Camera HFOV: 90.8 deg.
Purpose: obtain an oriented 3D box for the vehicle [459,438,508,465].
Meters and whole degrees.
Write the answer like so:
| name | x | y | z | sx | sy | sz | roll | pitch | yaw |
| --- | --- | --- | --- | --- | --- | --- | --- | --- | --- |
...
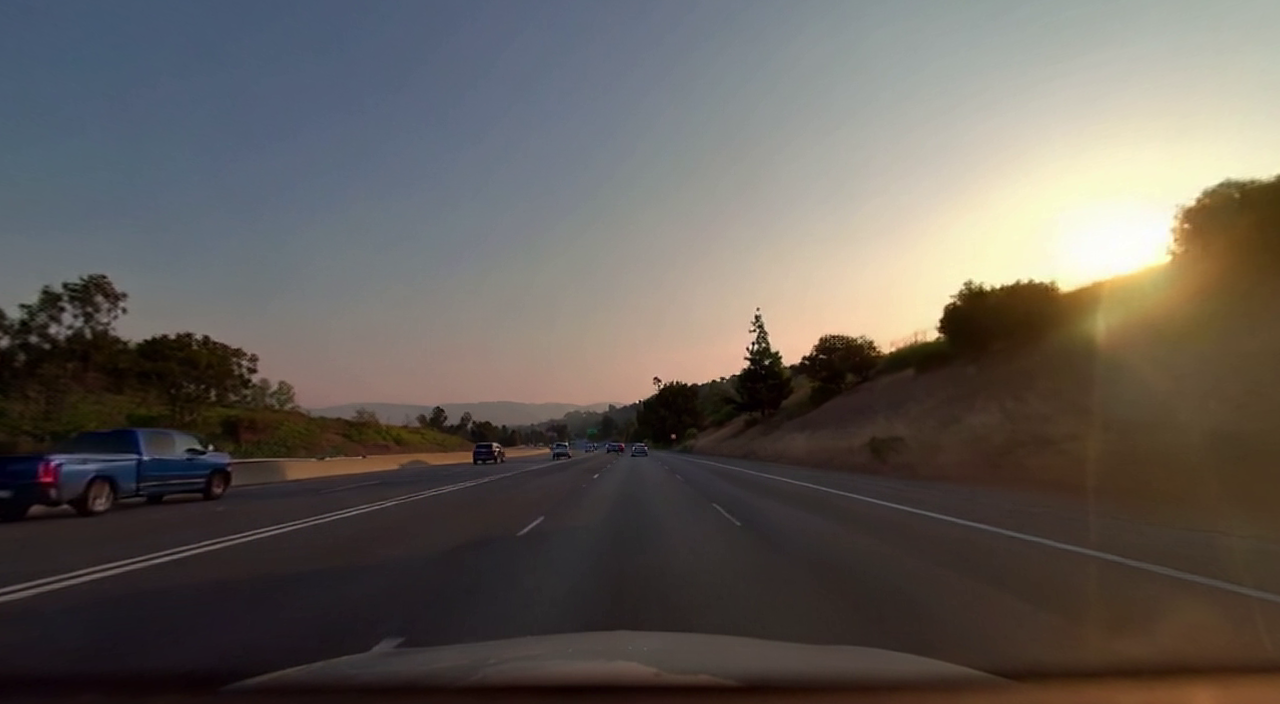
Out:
| name | x | y | z | sx | sy | sz | roll | pitch | yaw |
| --- | --- | --- | --- | --- | --- | --- | --- | --- | --- |
| vehicle | -10.919 | 7.012 | 44.485 | 2.195 | 1.795 | 4.659 | 0 | -9 | 1 |

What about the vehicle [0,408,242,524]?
| name | x | y | z | sx | sy | sz | roll | pitch | yaw |
| --- | --- | --- | --- | --- | --- | --- | --- | --- | --- |
| vehicle | -10.662 | 2.231 | 12.822 | 2.012 | 1.875 | 4.895 | 0 | -9 | -1 |
